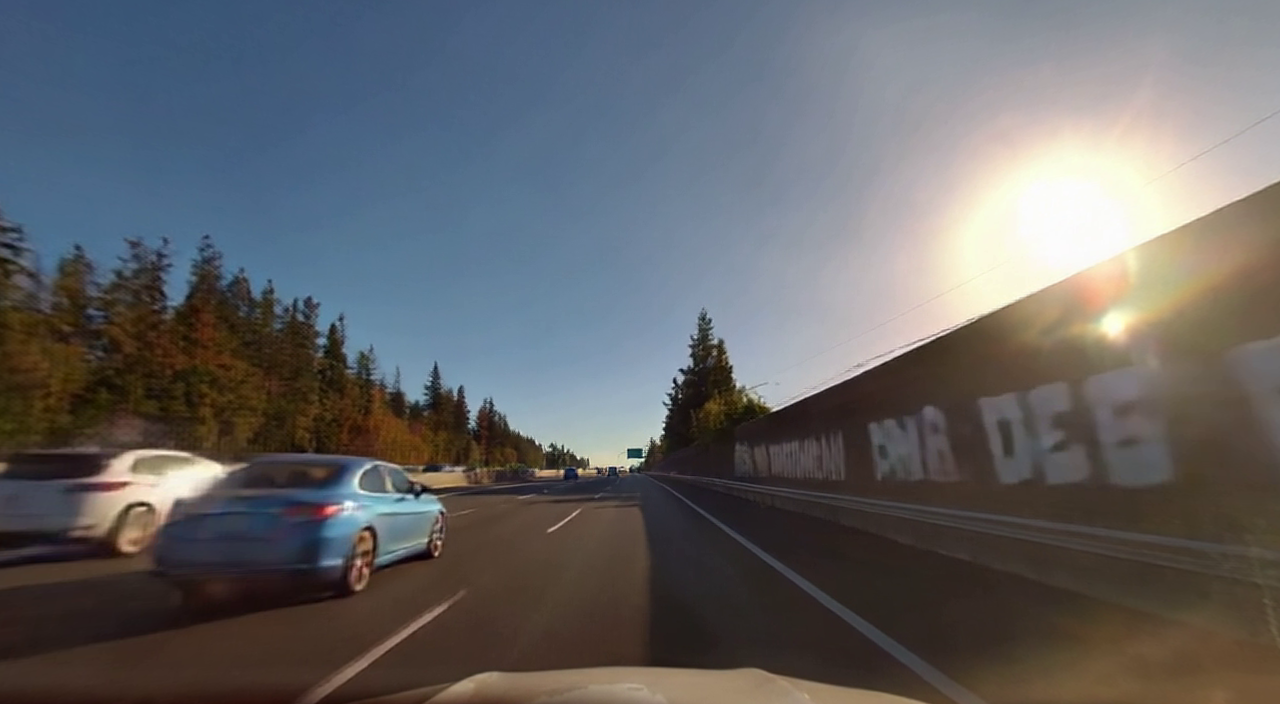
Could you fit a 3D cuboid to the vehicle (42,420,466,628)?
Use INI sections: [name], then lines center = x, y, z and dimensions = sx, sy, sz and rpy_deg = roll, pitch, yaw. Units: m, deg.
[vehicle]
center = -3.846, 1.844, 7.562
dimensions = 2.173, 1.696, 4.462
rpy_deg = 1, -10, 1
